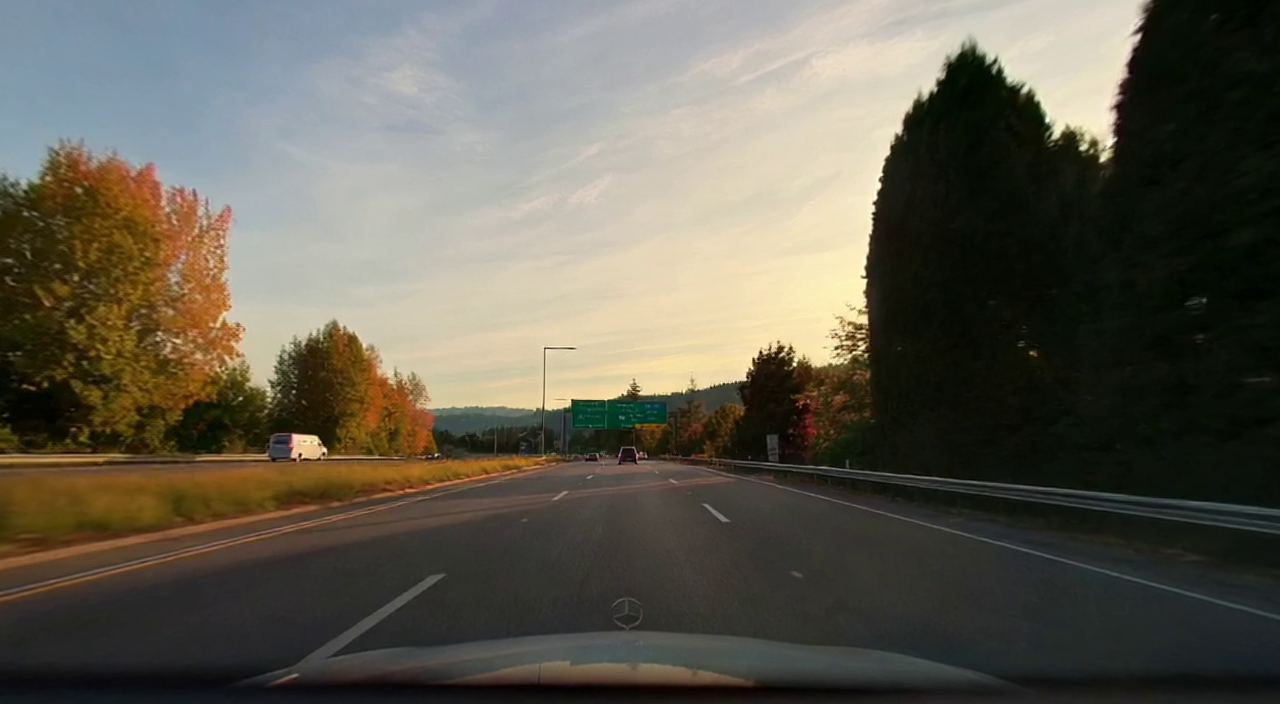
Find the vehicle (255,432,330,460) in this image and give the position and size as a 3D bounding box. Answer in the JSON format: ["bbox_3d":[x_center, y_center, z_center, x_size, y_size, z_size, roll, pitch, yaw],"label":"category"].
[{"bbox_3d":[-19.432,5.286,35.478,1.901,1.465,4.173,0,-9,-1],"label":"vehicle"}]
